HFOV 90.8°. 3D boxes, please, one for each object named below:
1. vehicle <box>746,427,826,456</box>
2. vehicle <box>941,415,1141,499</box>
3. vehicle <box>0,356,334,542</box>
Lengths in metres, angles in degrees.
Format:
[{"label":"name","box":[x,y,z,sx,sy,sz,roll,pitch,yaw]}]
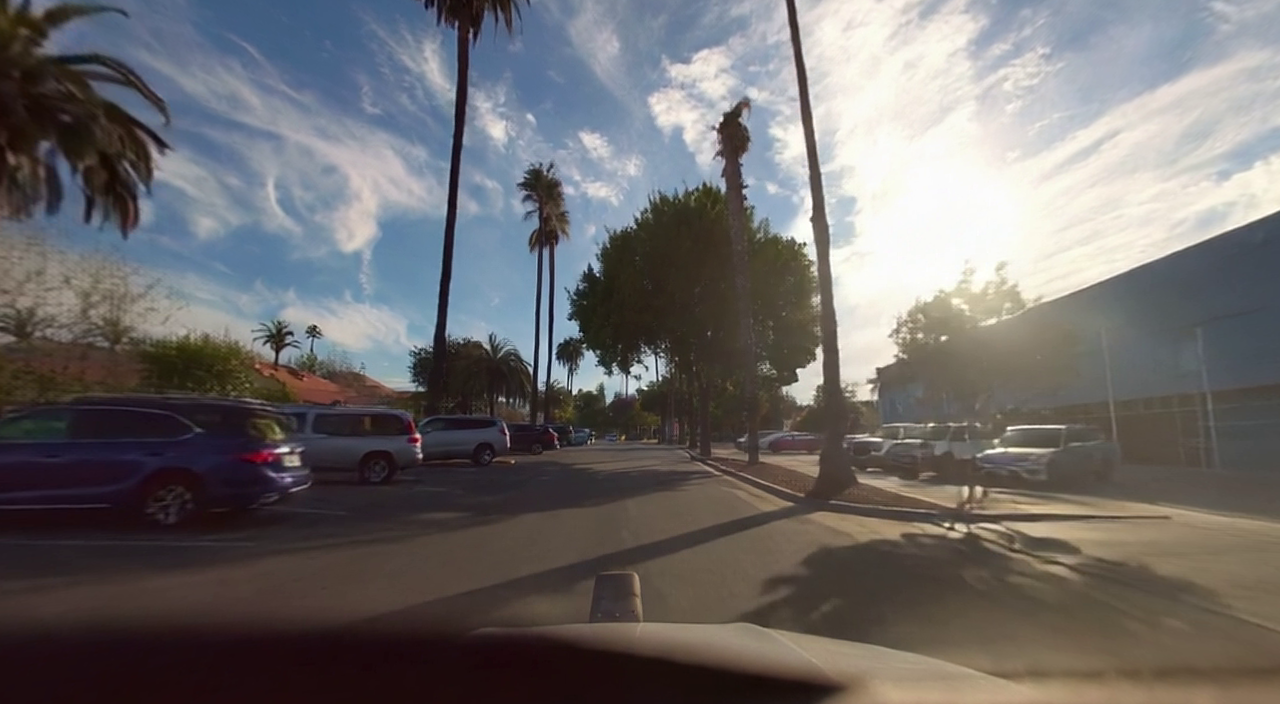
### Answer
[{"label":"vehicle","box":[9.356,5.778,40.534,4.758,1.759,2.068,5,-10,-27]},{"label":"vehicle","box":[9.757,2.501,15.353,4.509,1.759,2.077,5,-9,-29]},{"label":"vehicle","box":[-6.631,1.120,7.461,5.210,1.834,2.281,4,-9,-29]}]
